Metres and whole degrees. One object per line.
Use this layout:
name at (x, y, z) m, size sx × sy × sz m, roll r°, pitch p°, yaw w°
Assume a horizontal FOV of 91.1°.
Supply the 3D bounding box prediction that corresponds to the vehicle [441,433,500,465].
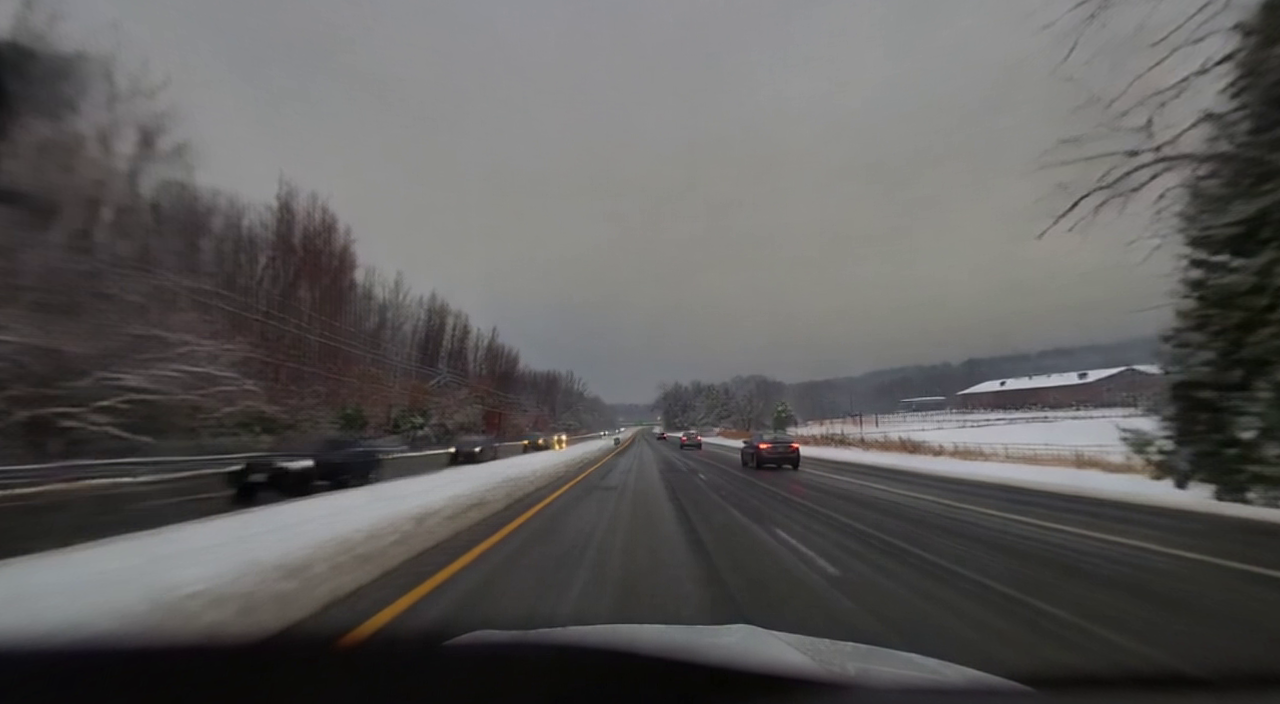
vehicle at (-8.730, 5.046, 32.756) m, size 1.896 × 1.530 × 4.235 m, roll 0°, pitch -8°, yaw 0°

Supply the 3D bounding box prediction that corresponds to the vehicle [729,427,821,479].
vehicle at (4.294, 3.285, 20.678) m, size 2.024 × 1.516 × 4.197 m, roll 0°, pitch -8°, yaw -1°

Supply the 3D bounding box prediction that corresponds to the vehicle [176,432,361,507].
vehicle at (-8.598, 2.722, 15.076) m, size 1.861 × 1.504 × 4.286 m, roll 0°, pitch -8°, yaw -1°
